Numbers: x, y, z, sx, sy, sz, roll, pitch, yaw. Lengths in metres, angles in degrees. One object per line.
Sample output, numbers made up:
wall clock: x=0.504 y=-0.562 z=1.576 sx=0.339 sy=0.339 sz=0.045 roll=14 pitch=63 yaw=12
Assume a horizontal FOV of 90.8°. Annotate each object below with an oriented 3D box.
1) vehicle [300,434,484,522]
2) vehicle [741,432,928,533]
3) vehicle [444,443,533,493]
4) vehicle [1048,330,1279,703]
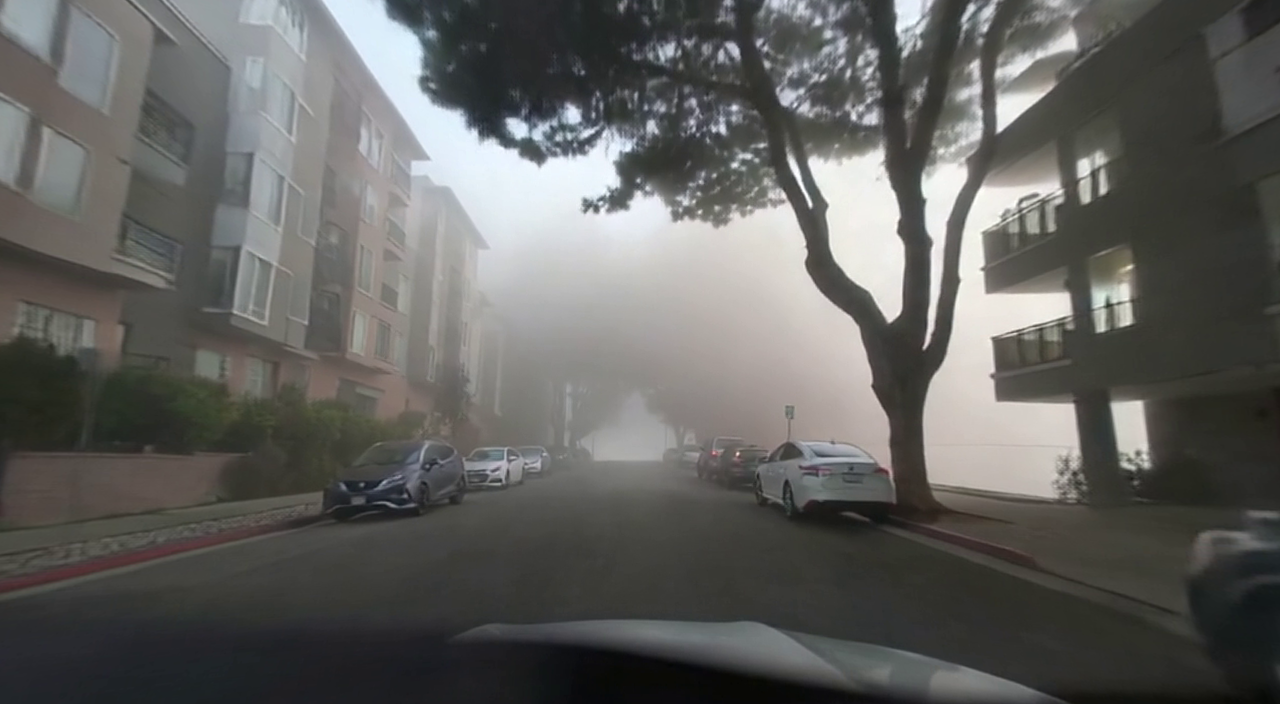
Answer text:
vehicle: x=-5.620 y=2.891 z=15.301 sx=2.222 sy=1.735 sz=5.215 roll=0 pitch=-8 yaw=1
vehicle: x=3.772 y=2.614 z=13.454 sx=2.187 sy=1.699 sz=5.038 roll=0 pitch=-8 yaw=-2
vehicle: x=-5.708 y=4.385 z=24.578 sx=2.256 sy=1.590 sz=5.488 roll=-3 pitch=-8 yaw=-2
vehicle: x=3.947 y=0.585 z=0.962 sx=2.473 sy=1.895 sz=6.050 roll=0 pitch=-10 yaw=-2
